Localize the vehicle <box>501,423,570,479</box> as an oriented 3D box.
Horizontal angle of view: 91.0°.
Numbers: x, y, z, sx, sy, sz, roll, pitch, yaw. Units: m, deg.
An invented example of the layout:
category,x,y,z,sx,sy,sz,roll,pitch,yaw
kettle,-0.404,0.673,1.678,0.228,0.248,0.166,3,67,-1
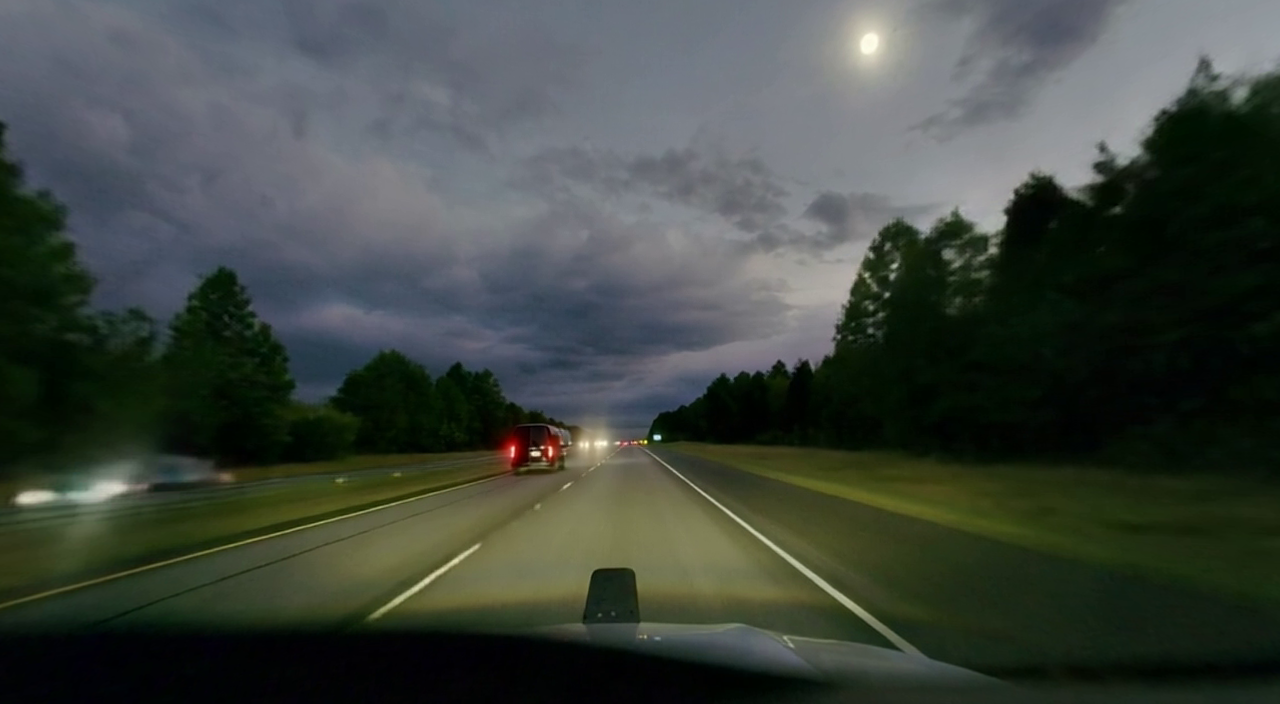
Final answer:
category,x,y,z,sx,sy,sz,roll,pitch,yaw
vehicle,-4.094,3.956,25.442,1.976,2.029,4.737,-1,-8,0
